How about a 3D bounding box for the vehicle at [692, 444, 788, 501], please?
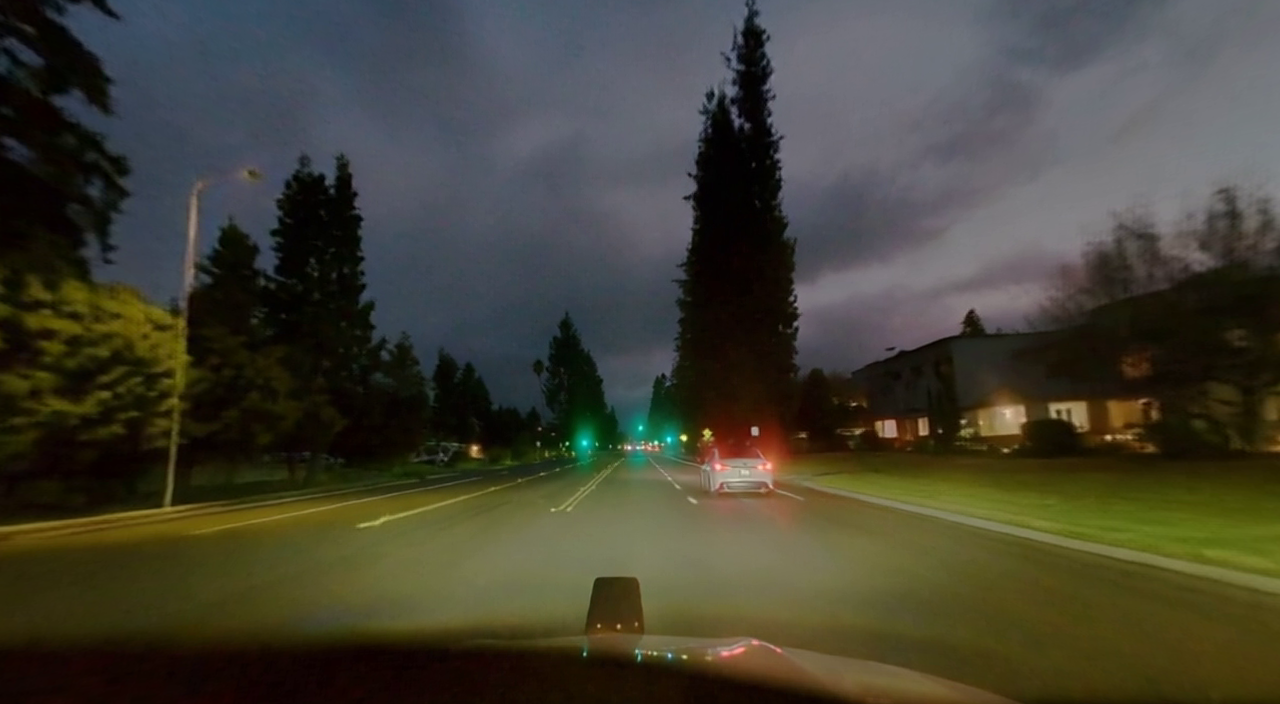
[{"bbox_3d":[2.825,3.504,18.896,2.057,1.493,4.225,0,-8,-2],"label":"vehicle"}]
